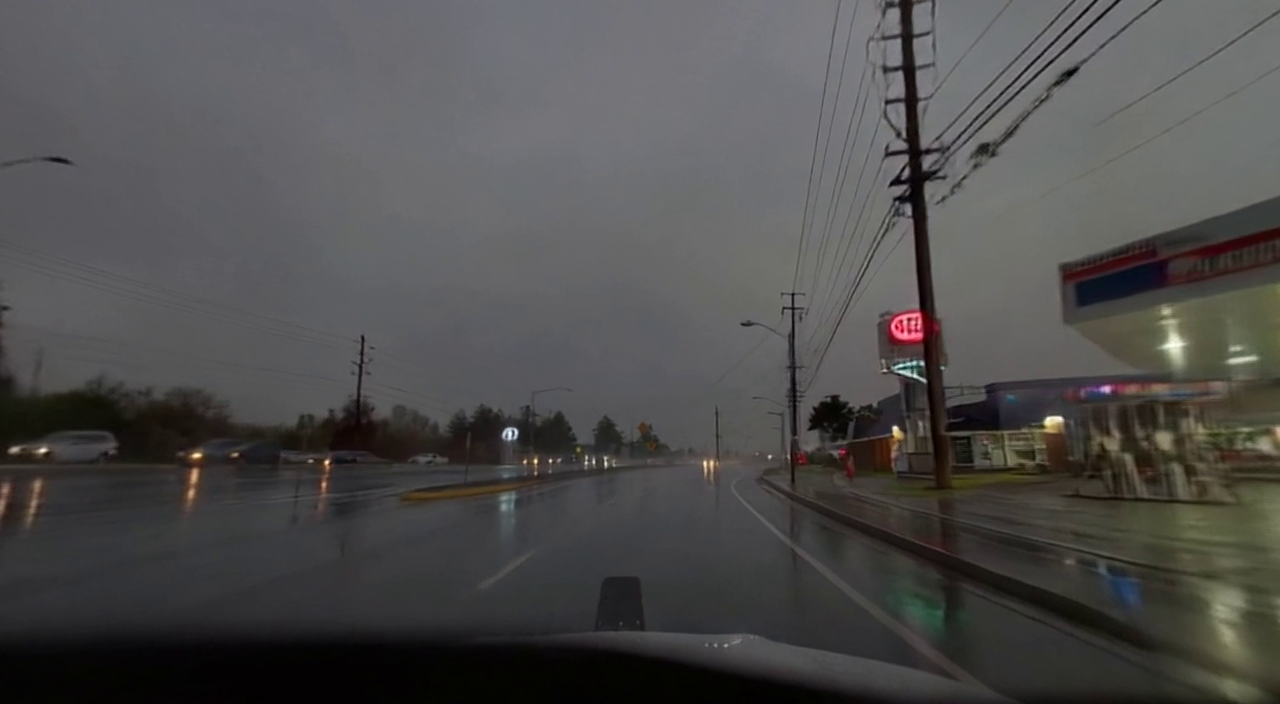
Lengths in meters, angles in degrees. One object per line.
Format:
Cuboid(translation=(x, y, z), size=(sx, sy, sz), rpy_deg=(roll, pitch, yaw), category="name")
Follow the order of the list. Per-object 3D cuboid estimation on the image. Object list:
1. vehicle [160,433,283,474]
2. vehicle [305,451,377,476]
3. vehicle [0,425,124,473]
Cuboid(translation=(-22.495, 5.453, 33.892), size=(5.785, 2.002, 2.241), rpy_deg=(-4, -9, 16), category="vehicle")
Cuboid(translation=(-19.917, 7.413, 41.961), size=(4.147, 1.562, 1.805), rpy_deg=(-3, -9, 18), category="vehicle")
Cuboid(translation=(-24.519, 4.012, 26.059), size=(5.426, 1.822, 2.014), rpy_deg=(-2, -9, 17), category="vehicle")
